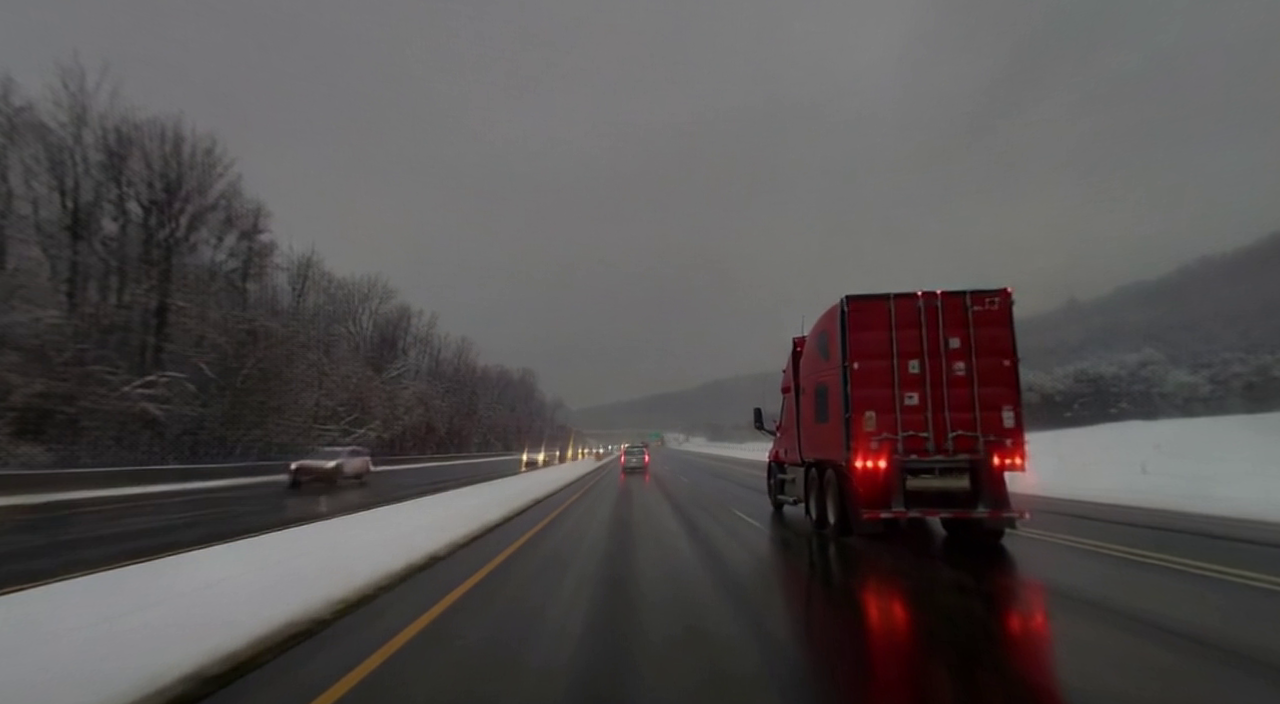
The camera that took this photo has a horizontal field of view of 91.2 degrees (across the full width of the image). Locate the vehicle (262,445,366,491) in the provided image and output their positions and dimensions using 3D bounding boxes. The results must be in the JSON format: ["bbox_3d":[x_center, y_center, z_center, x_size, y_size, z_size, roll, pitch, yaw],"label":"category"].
[{"bbox_3d":[-13.386,4.765,26.078,1.995,1.693,4.326,0,-9,0],"label":"vehicle"}]

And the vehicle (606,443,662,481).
[{"bbox_3d":[-0.284,4.751,27.276,2.244,1.506,4.097,0,-9,-1],"label":"vehicle"}]

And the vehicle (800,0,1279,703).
[{"bbox_3d":[4.421,-0.299,3.154,3.317,4.020,14.141,0,-9,-1],"label":"vehicle"}]
